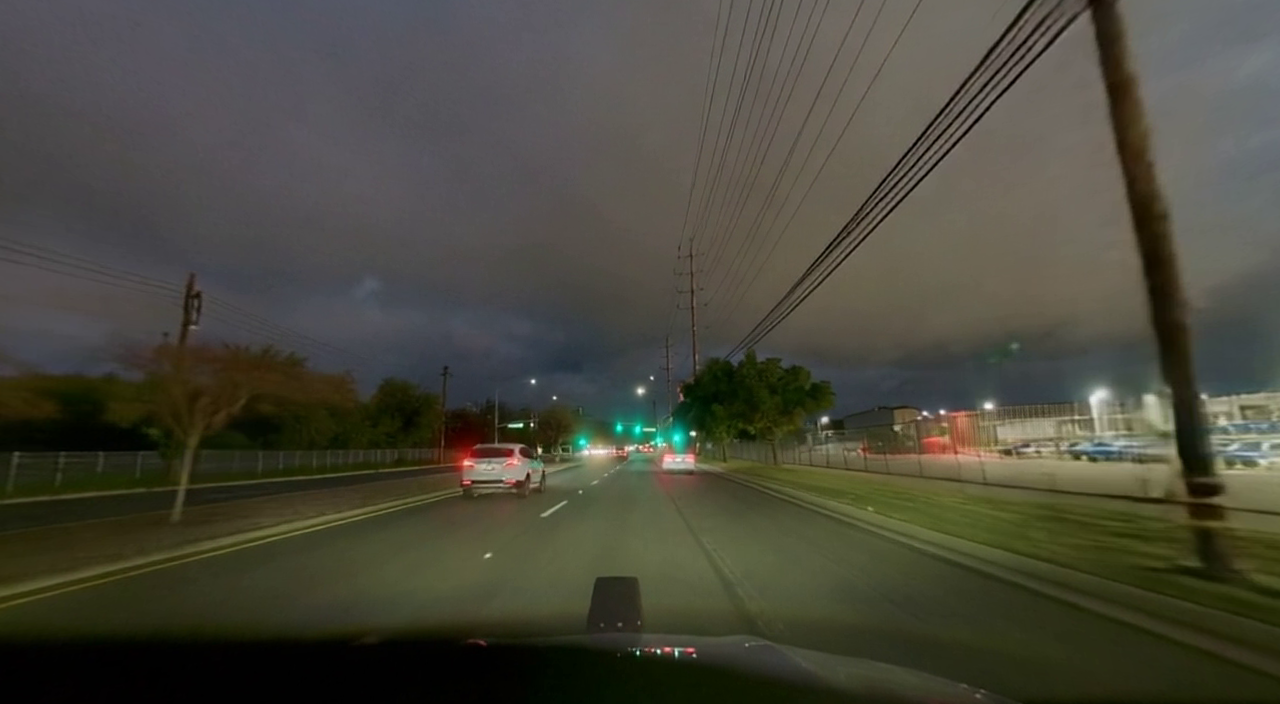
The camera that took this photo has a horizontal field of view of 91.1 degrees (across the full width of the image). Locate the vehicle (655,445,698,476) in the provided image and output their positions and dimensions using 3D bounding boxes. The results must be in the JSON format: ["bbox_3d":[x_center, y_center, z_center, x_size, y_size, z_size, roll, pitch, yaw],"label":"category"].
[{"bbox_3d":[1.857,5.693,33.144,2.059,1.486,3.980,0,-8,1],"label":"vehicle"}]

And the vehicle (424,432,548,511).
[{"bbox_3d":[-3.684,2.947,15.957,1.950,1.692,4.397,0,-8,1],"label":"vehicle"}]
